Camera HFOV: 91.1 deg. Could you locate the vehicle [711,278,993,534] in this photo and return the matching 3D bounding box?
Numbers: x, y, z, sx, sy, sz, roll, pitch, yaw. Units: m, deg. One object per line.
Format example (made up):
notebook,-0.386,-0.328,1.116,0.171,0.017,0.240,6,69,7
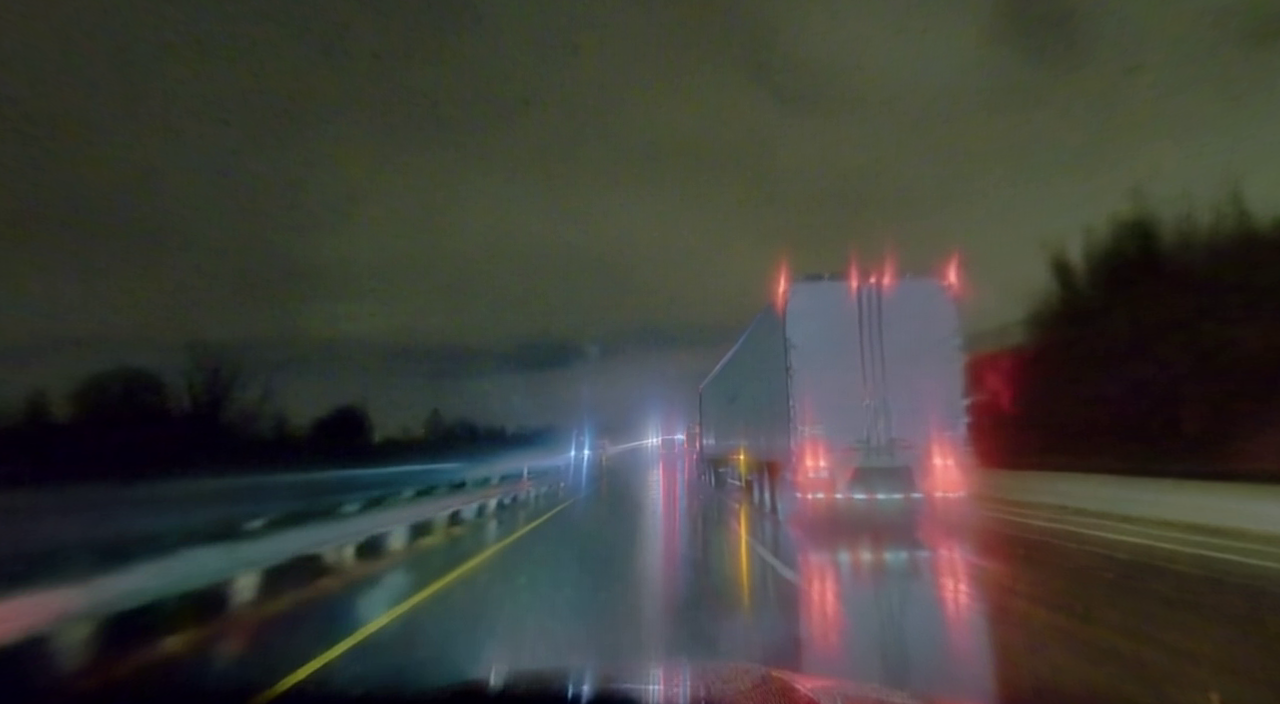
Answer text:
vehicle,3.981,1.751,16.156,2.965,4.028,12.529,0,-9,1
